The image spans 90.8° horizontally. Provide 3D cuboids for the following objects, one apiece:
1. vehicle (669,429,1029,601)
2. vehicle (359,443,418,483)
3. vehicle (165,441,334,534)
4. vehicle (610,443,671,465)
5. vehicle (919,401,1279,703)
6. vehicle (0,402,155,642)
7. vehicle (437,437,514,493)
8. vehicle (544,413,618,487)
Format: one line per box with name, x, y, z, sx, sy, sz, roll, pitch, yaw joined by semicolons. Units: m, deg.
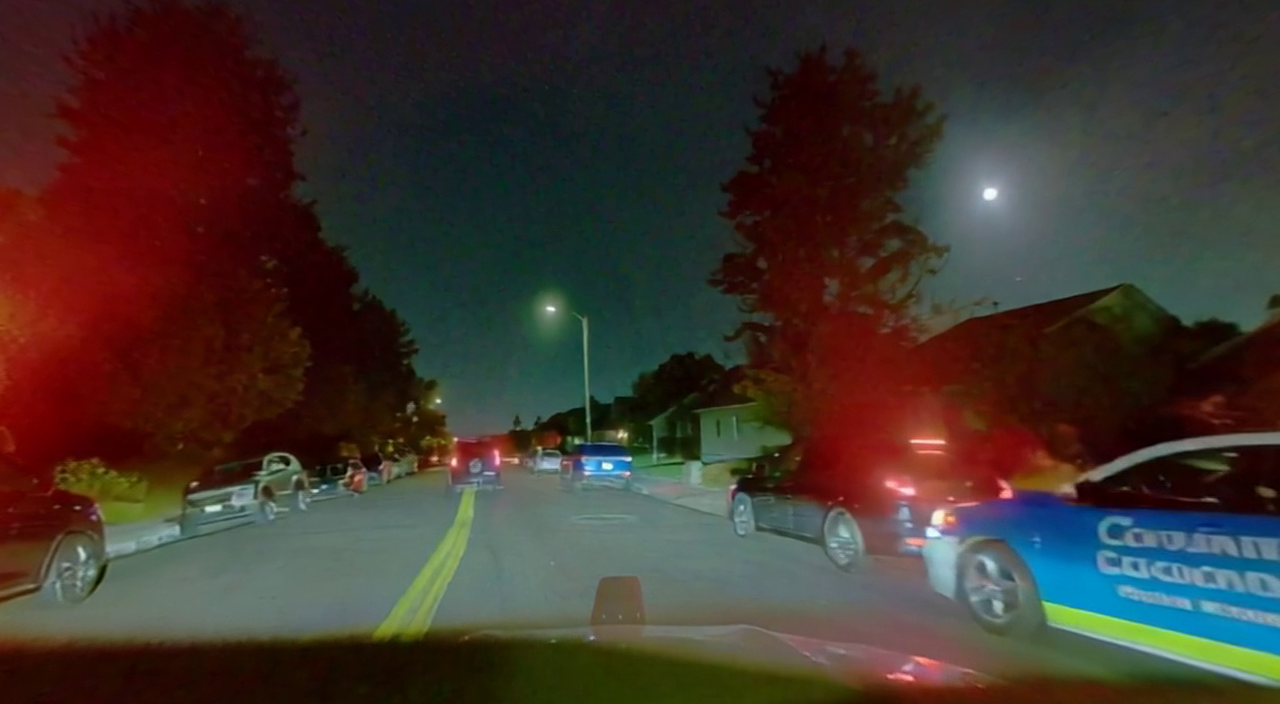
vehicle;2.142;1.858;8.391;1.996;1.497;5.022;1;-9;-16
vehicle;-12.931;5.684;32.792;2.241;1.822;4.728;0;-8;-15
vehicle;-8.470;2.886;14.243;1.877;1.608;4.529;2;-7;-14
vehicle;0.012;7.854;48.773;4.486;1.629;1.792;2;-9;-12
vehicle;3.739;0.947;2.424;2.400;1.515;4.710;2;-9;-15
vehicle;-5.733;1.220;4.310;2.154;1.764;4.797;2;-8;-16
vehicle;-5.812;3.915;22.329;2.350;1.748;4.094;2;-9;-15
vehicle;-2.764;4.362;28.180;2.268;2.900;5.980;2;-9;-15
